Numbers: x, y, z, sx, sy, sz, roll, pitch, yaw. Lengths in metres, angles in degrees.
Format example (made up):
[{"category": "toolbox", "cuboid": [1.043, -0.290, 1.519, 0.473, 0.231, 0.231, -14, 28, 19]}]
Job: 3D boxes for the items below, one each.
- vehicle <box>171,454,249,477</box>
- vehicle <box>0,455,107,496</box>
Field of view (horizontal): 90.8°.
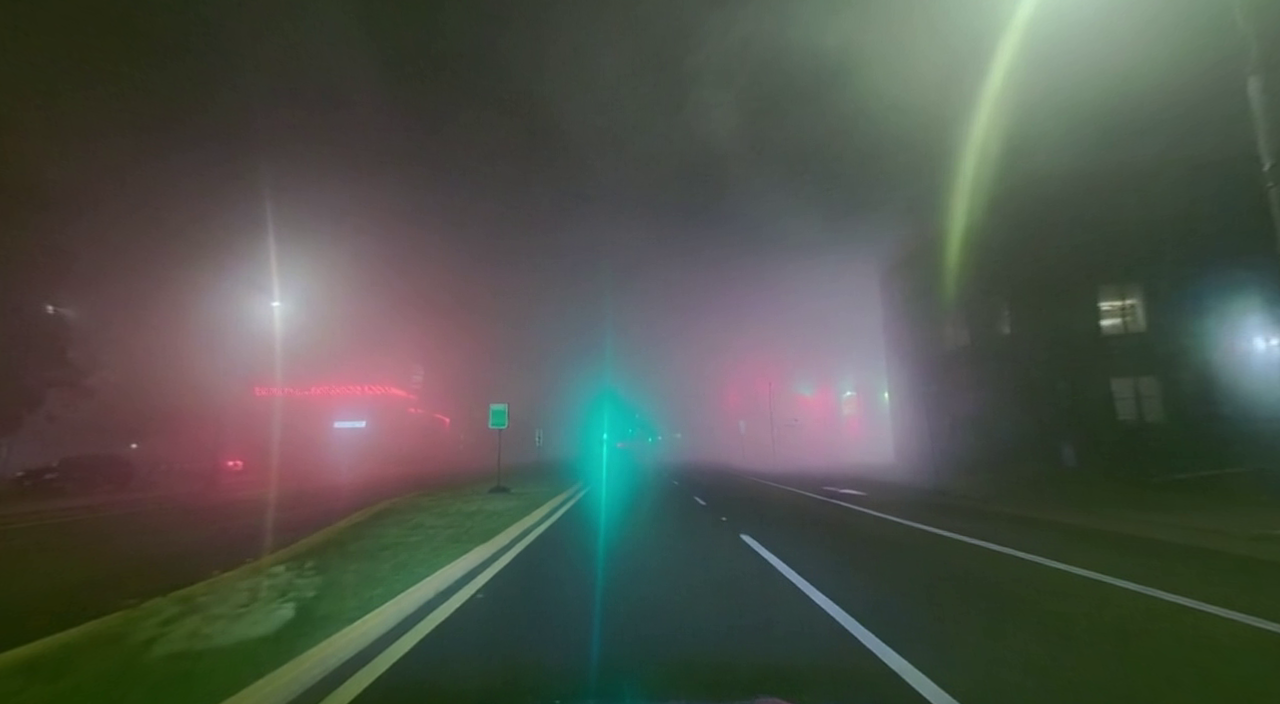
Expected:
[{"category": "vehicle", "cuboid": [-32.161, 8.482, 47.287, 4.486, 1.614, 1.950, -1, -9, 4]}, {"category": "vehicle", "cuboid": [-24.131, 4.860, 25.021, 4.213, 1.493, 1.875, 0, -9, -1]}]
